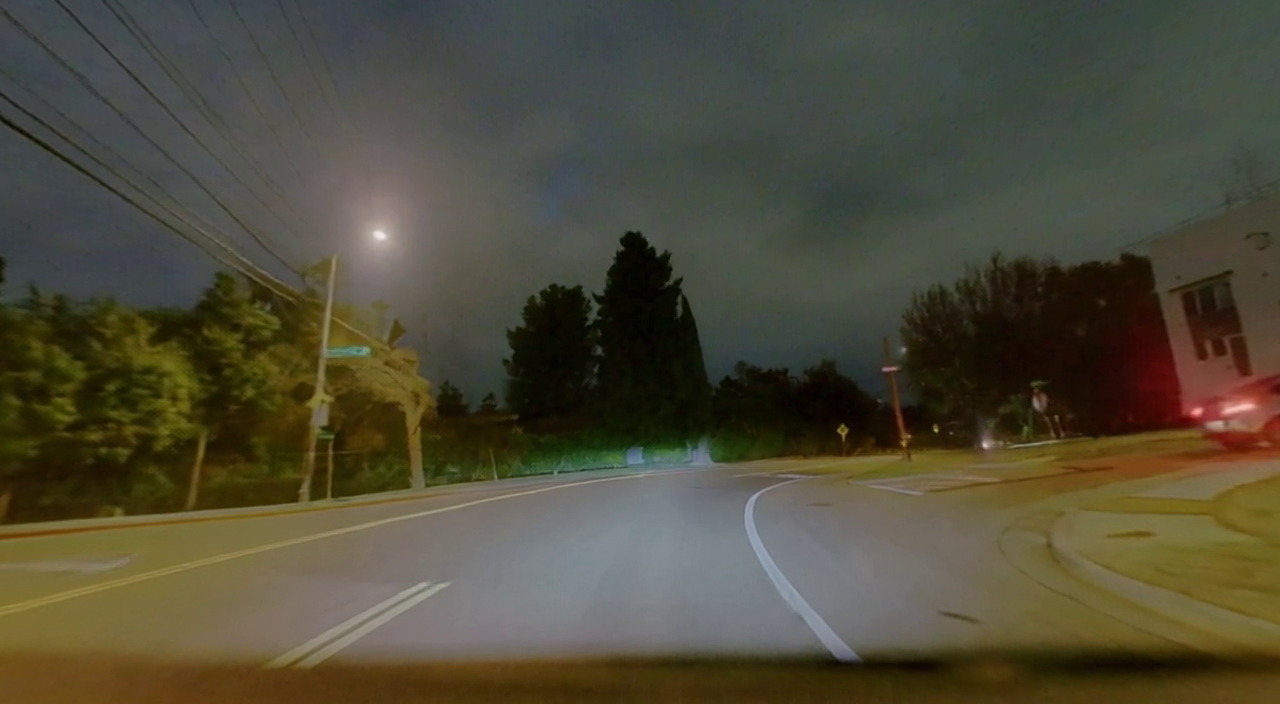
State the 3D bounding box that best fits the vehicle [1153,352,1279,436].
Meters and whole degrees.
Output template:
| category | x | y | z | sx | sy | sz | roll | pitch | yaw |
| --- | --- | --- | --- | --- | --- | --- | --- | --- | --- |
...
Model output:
| category | x | y | z | sx | sy | sz | roll | pitch | yaw |
| --- | --- | --- | --- | --- | --- | --- | --- | --- | --- |
| vehicle | 15.017 | 0.989 | 14.207 | 4.810 | 1.732 | 2.176 | -1 | -8 | 6 |
